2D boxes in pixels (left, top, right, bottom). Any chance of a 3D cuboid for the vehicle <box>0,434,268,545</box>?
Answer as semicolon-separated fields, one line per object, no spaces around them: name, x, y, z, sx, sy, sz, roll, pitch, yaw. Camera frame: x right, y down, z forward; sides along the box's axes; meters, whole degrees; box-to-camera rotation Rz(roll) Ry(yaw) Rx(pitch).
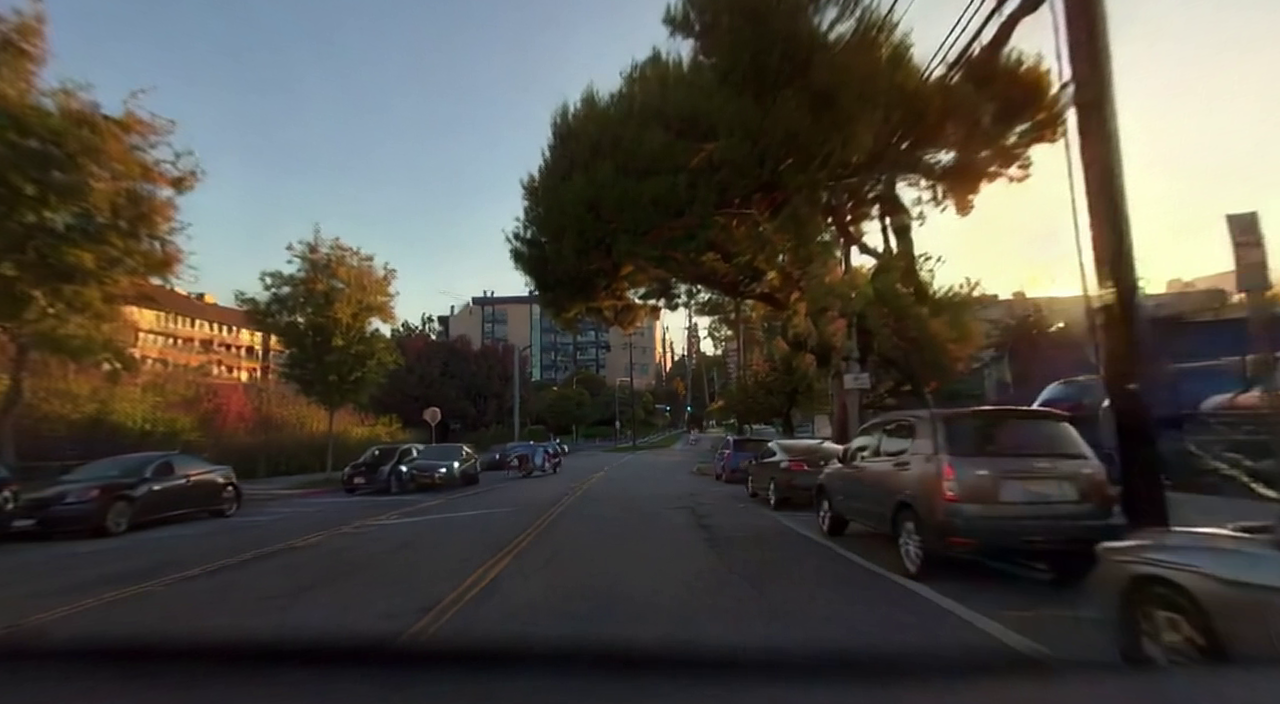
vehicle;-10.633;2.808;13.459;2.134;1.775;4.706;-8;-10;8

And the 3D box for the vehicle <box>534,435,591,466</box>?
vehicle;-5.270;6.833;44.068;2.319;2.021;5.762;-2;-8;10

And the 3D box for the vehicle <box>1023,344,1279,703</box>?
vehicle;3.289;0.656;1.214;2.098;1.624;4.477;0;-8;-3

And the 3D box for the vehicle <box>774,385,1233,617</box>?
vehicle;3.234;1.438;7.111;2.156;1.702;4.687;0;-8;-3

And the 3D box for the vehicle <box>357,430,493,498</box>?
vehicle;-6.264;3.278;19.120;2.081;1.760;4.598;0;-7;6
